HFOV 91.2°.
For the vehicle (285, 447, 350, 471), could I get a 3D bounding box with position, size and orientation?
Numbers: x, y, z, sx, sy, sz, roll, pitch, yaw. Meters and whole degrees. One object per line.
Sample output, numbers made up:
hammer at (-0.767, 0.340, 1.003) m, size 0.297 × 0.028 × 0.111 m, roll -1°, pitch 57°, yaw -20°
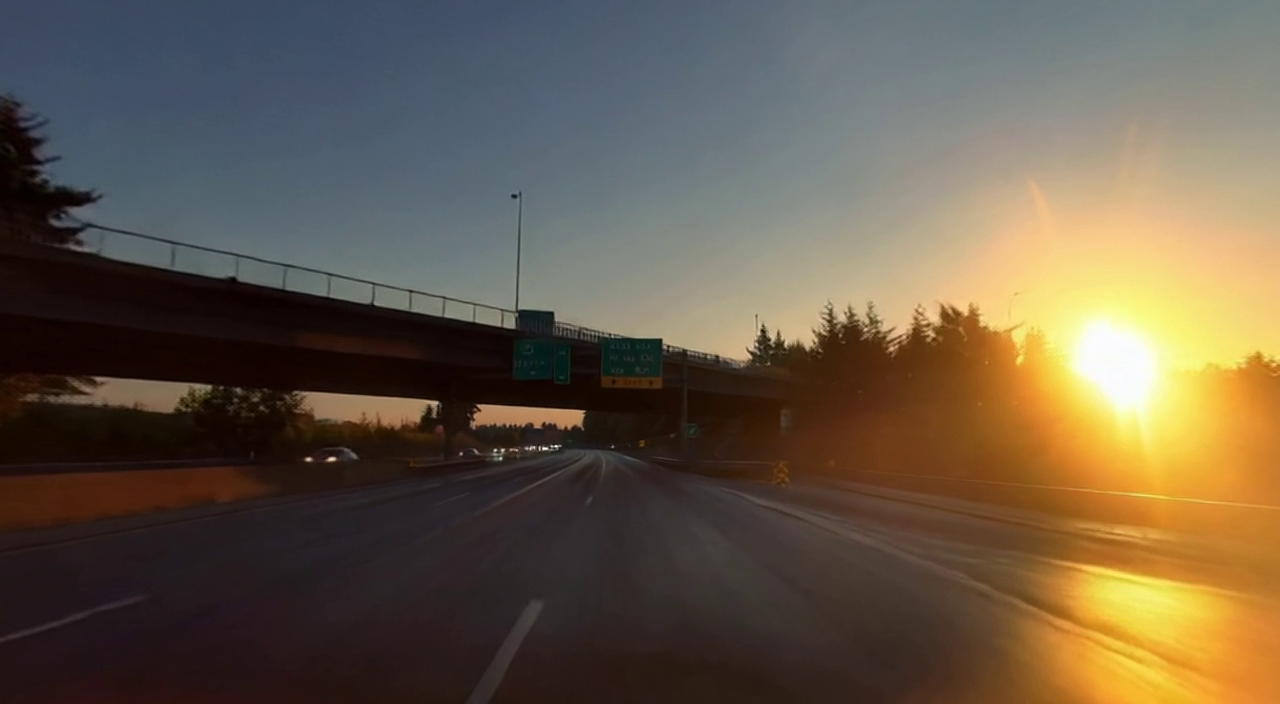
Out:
vehicle at (-20.900, 6.953, 40.874) m, size 1.890 × 1.476 × 4.637 m, roll 0°, pitch -9°, yaw -1°
